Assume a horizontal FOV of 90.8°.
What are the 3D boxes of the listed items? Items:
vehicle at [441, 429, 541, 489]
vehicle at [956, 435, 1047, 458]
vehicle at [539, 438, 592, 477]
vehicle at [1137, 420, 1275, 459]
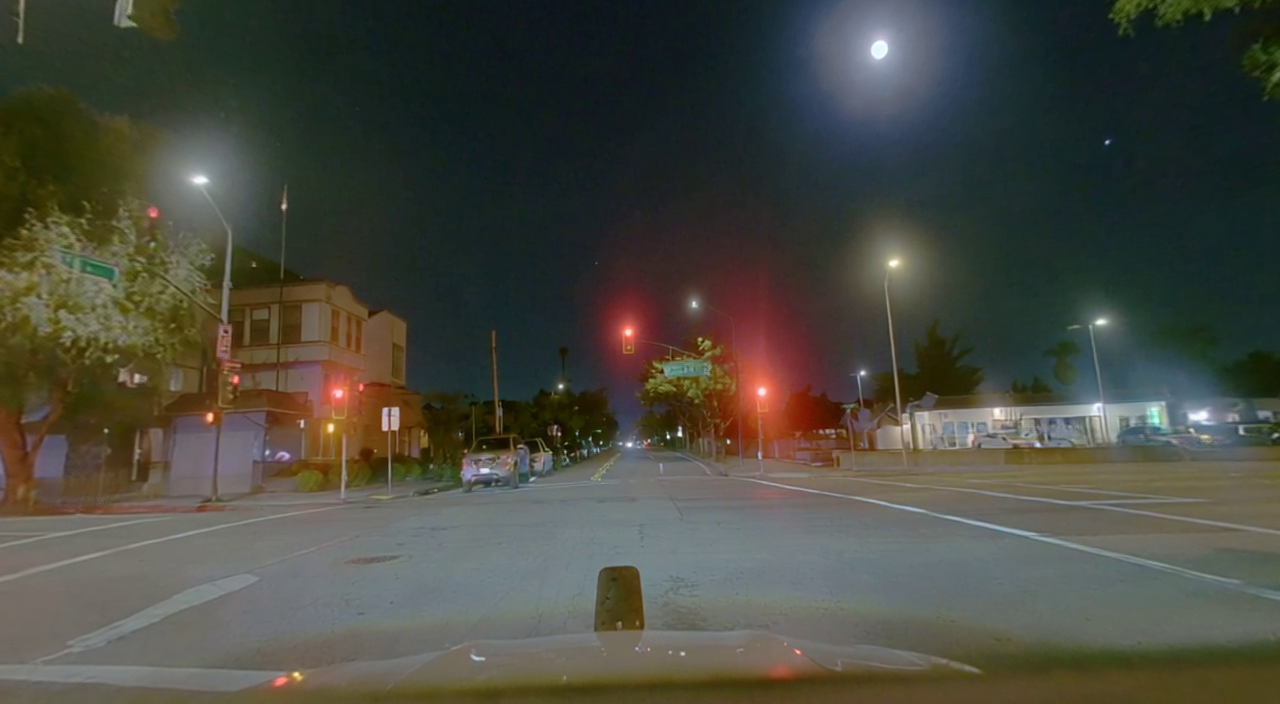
[{"bbox_3d":[-6.497,4.819,28.850,2.896,2.339,7.322,0,-9,-1],"label":"vehicle"},{"bbox_3d":[25.014,6.553,43.831,5.172,1.515,1.851,0,-9,-2],"label":"vehicle"},{"bbox_3d":[-3.647,5.285,31.908,2.120,1.783,4.788,0,-9,0],"label":"vehicle"},{"bbox_3d":[33.275,5.166,37.238,5.969,2.149,2.331,0,-9,-3],"label":"vehicle"}]
